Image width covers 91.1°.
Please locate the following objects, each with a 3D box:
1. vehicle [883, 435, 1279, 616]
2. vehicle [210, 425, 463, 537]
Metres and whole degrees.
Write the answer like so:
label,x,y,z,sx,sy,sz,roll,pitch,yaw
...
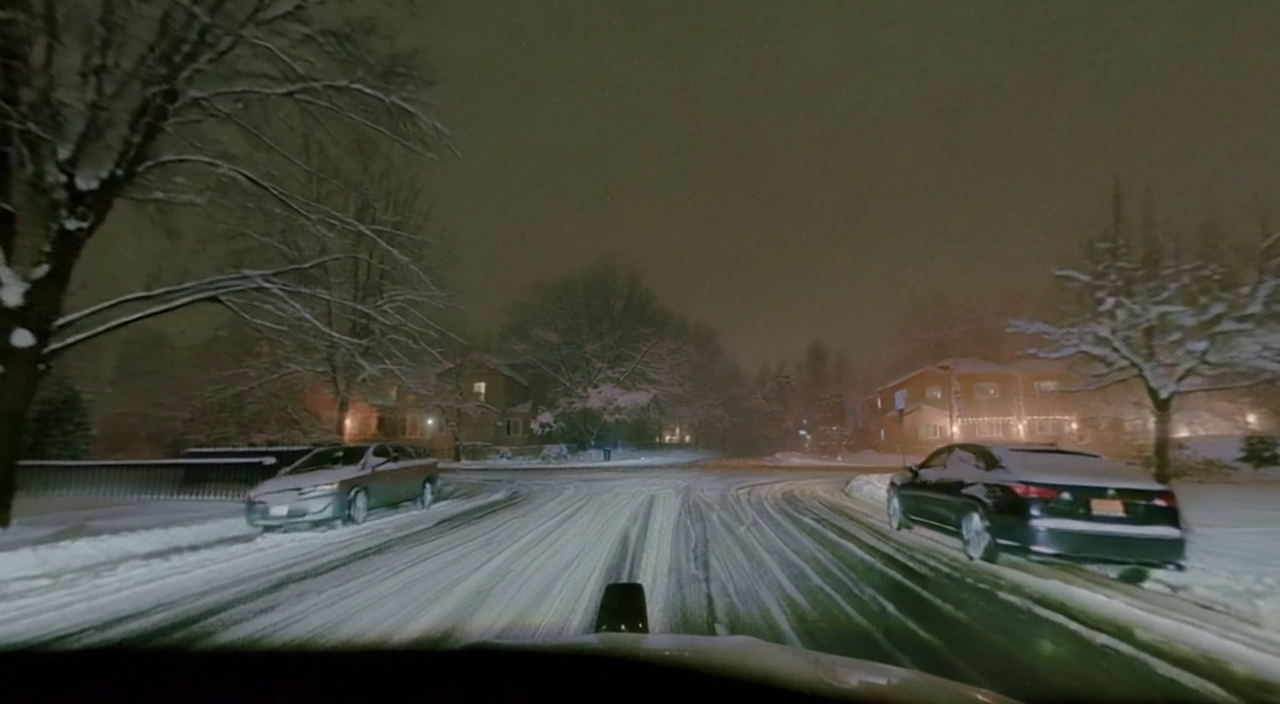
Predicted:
label,x,y,z,sx,sy,sz,roll,pitch,yaw
vehicle,4.624,1.732,7.546,1.931,1.395,4.793,1,-8,6
vehicle,-5.098,2.300,11.467,1.943,1.433,4.717,-6,-11,5
